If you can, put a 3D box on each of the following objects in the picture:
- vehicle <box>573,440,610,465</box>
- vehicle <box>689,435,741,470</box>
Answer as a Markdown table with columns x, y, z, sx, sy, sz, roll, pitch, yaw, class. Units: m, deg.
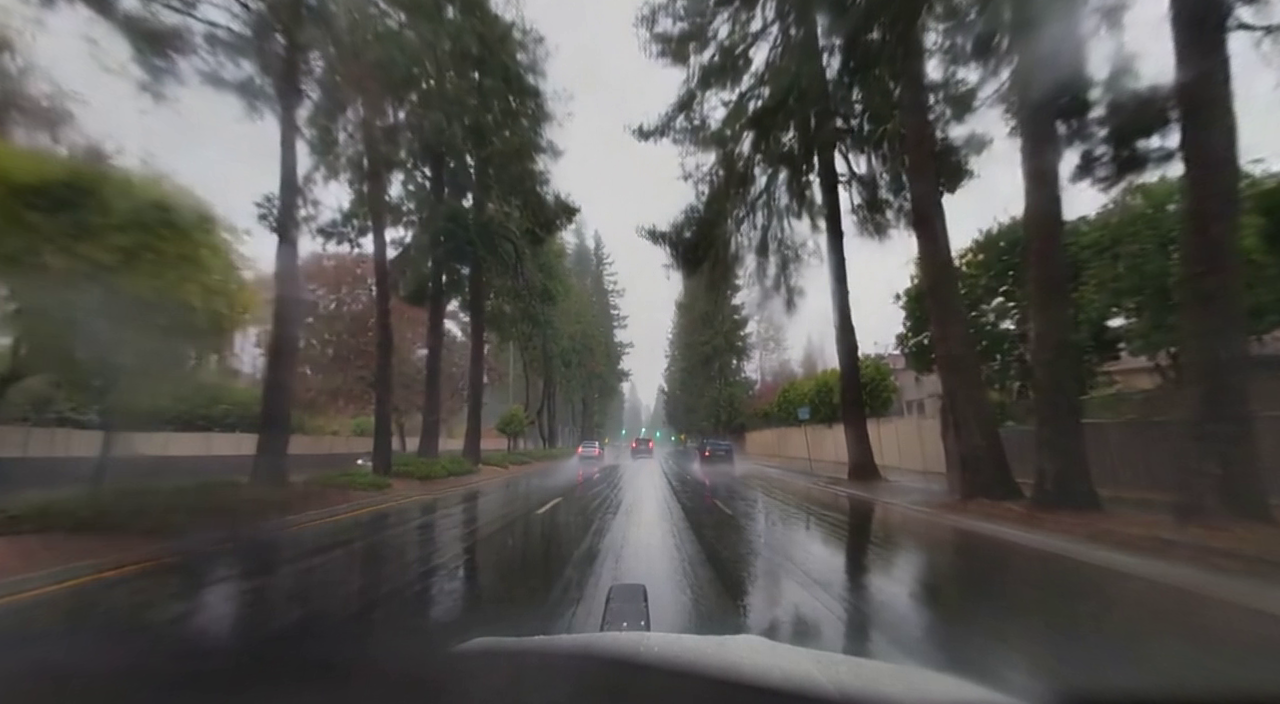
| x | y | z | sx | sy | sz | roll | pitch | yaw | class |
| --- | --- | --- | --- | --- | --- | --- | --- | --- | --- |
| -3.015 | 6.411 | 40.247 | 1.940 | 1.473 | 4.133 | 0 | -8 | 1 | vehicle |
| 3.887 | 5.309 | 33.469 | 2.182 | 1.688 | 4.187 | 0 | -8 | -1 | vehicle |
